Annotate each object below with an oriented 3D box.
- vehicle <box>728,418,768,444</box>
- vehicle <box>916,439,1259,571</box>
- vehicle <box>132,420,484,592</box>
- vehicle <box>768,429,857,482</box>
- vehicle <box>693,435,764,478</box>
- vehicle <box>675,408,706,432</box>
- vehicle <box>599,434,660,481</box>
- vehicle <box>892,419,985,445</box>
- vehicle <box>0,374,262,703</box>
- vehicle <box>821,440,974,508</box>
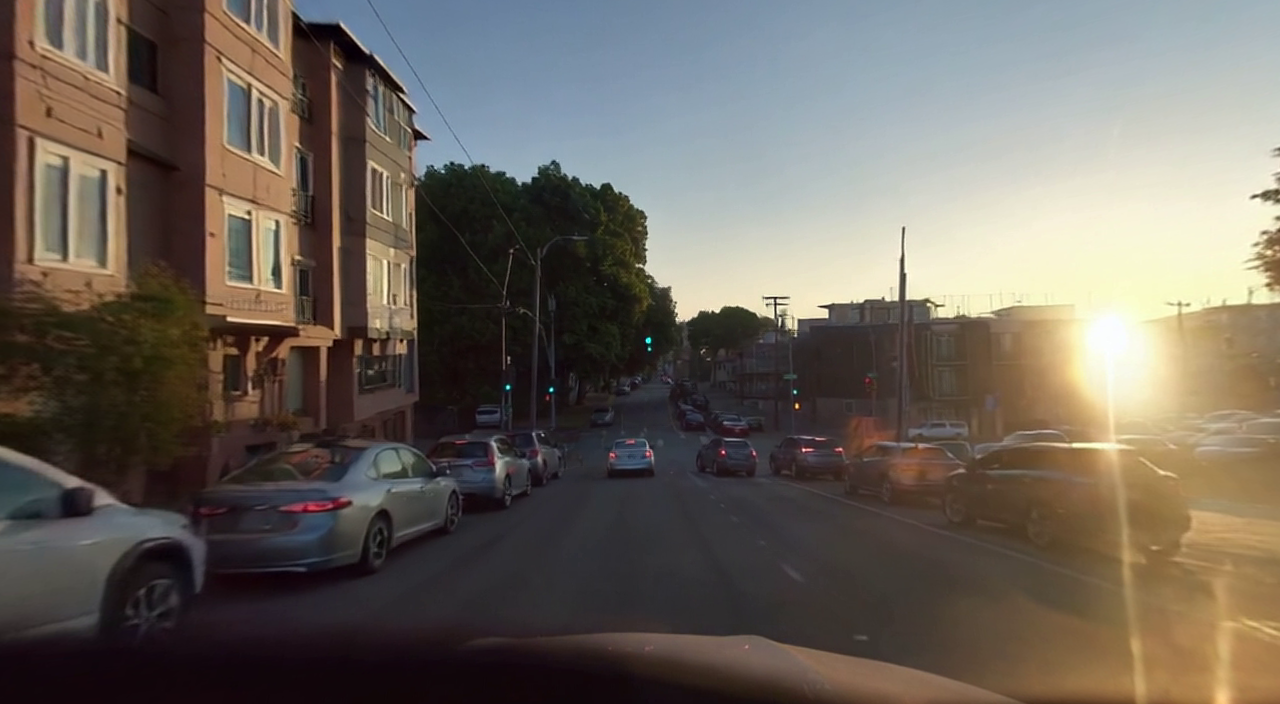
[{"bbox_3d":[6.581,4.889,38.762,1.815,1.519,3.491,0,-9,0],"label":"vehicle"},{"bbox_3d":[6.102,2.086,9.469,1.938,1.487,4.371,0,-9,0],"label":"vehicle"},{"bbox_3d":[-3.471,1.689,7.807,1.869,1.491,4.458,0,-9,1],"label":"vehicle"},{"bbox_3d":[6.184,3.773,23.189,1.999,1.752,4.502,0,-9,1],"label":"vehicle"},{"bbox_3d":[3.231,3.924,23.982,2.055,1.450,4.676,0,-9,1],"label":"vehicle"},{"bbox_3d":[3.817,5.268,48.503,2.093,1.655,4.327,0,-9,1],"label":"vehicle"},{"bbox_3d":[-0.306,3.611,21.724,1.923,1.460,3.923,0,-9,1],"label":"vehicle"},{"bbox_3d":[18.460,4.999,39.175,4.738,1.537,1.960,-1,-9,3],"label":"vehicle"},{"bbox_3d":[-3.736,0.909,2.611,1.831,1.650,3.852,0,-9,2],"label":"vehicle"},{"bbox_3d":[6.191,2.966,15.828,1.962,1.438,4.440,0,-9,0],"label":"vehicle"}]
